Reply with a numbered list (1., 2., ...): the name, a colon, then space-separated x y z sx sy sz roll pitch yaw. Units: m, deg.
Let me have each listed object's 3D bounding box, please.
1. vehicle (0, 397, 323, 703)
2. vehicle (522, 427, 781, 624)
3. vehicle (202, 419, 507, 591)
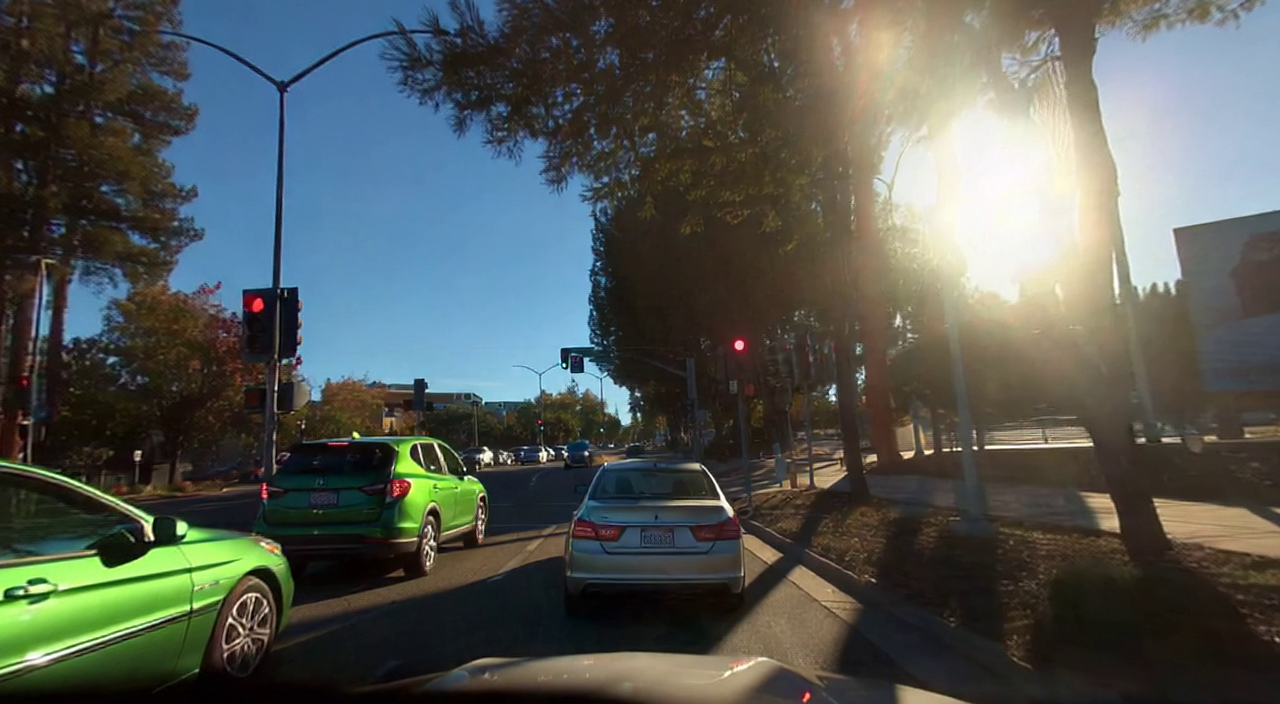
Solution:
1. vehicle: -3.155 0.964 2.418 1.808 1.520 3.846 -1 -9 1
2. vehicle: 0.022 1.597 6.633 1.977 1.467 3.474 0 -9 -2
3. vehicle: -3.184 1.790 8.160 1.950 1.628 4.082 -1 -9 1
